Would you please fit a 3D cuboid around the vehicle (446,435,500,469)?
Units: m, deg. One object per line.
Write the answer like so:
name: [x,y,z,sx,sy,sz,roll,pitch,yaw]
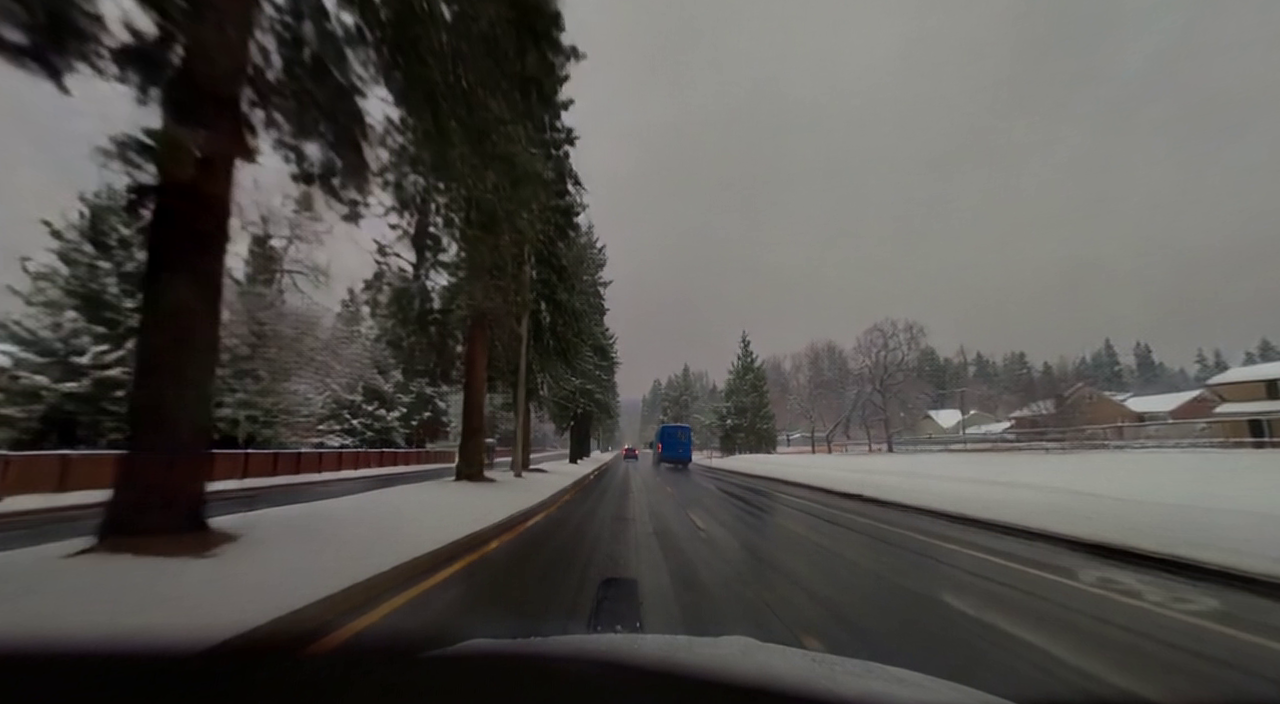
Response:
vehicle: [-12.344,7.424,47.219,2.418,2.348,5.867,0,-8,0]
